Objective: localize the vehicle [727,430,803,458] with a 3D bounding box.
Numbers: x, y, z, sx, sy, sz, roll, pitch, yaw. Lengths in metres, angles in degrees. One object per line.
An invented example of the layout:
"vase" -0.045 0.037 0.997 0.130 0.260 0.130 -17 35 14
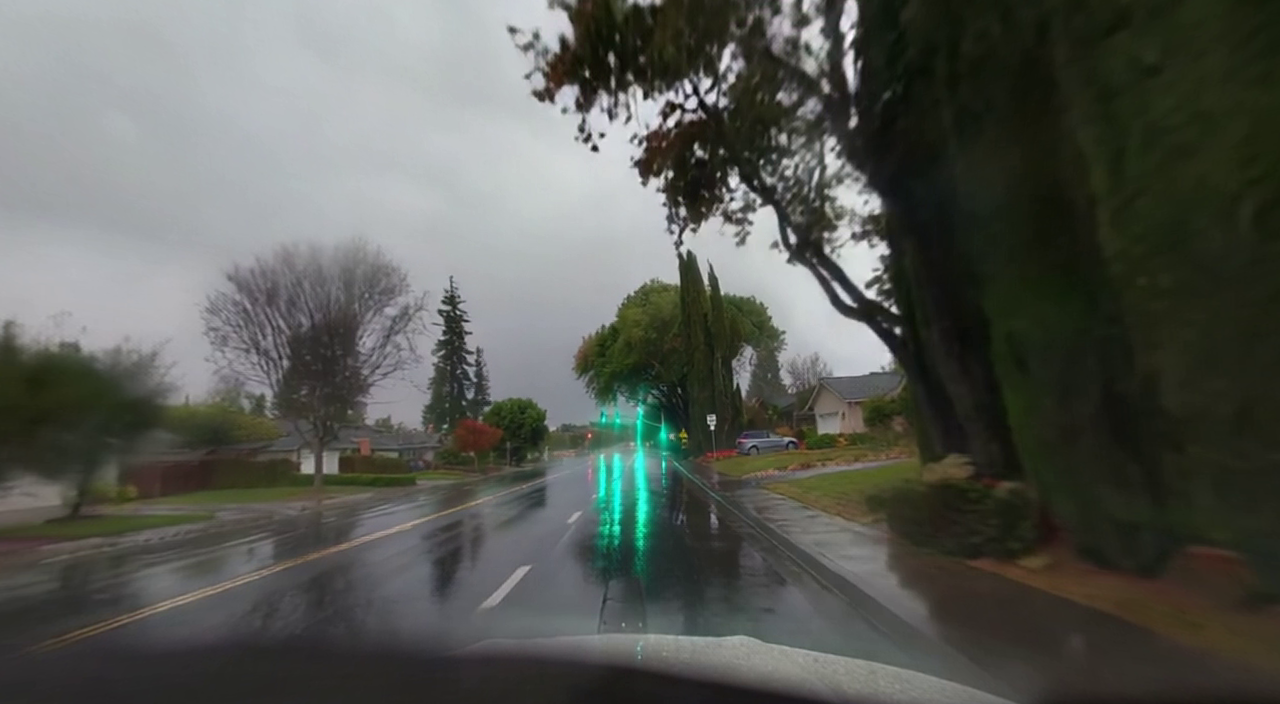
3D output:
"vehicle" 8.539 6.280 42.974 4.636 1.823 1.997 3 -9 -18
